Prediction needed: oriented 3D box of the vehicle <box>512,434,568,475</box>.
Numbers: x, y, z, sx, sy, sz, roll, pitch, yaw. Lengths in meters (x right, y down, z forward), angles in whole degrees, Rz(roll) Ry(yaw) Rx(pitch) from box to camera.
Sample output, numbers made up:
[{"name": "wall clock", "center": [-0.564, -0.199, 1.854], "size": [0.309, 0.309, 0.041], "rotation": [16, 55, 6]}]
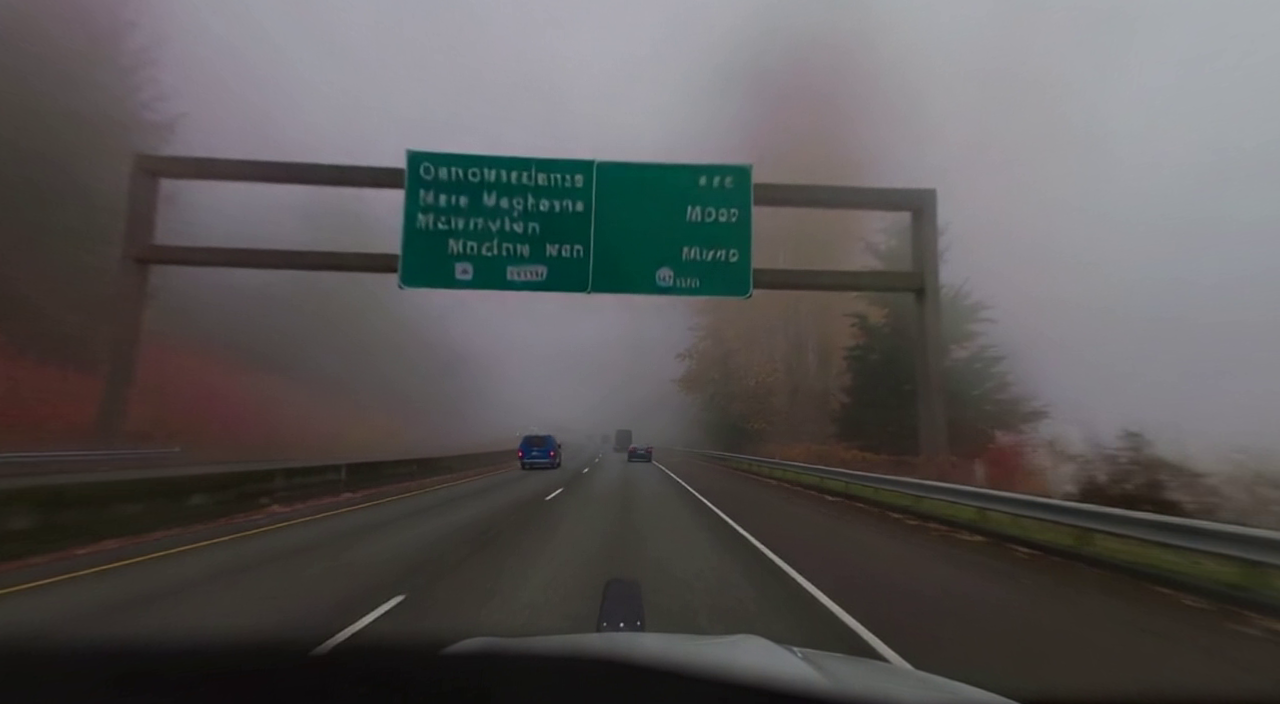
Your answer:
[{"name": "vehicle", "center": [-4.493, 4.656, 28.815], "size": [1.924, 1.720, 4.195], "rotation": [0, -8, -1]}]

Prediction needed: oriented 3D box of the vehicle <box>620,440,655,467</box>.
[{"name": "vehicle", "center": [-0.205, 6.029, 37.652], "size": [1.939, 1.497, 3.863], "rotation": [0, -8, -2]}]
